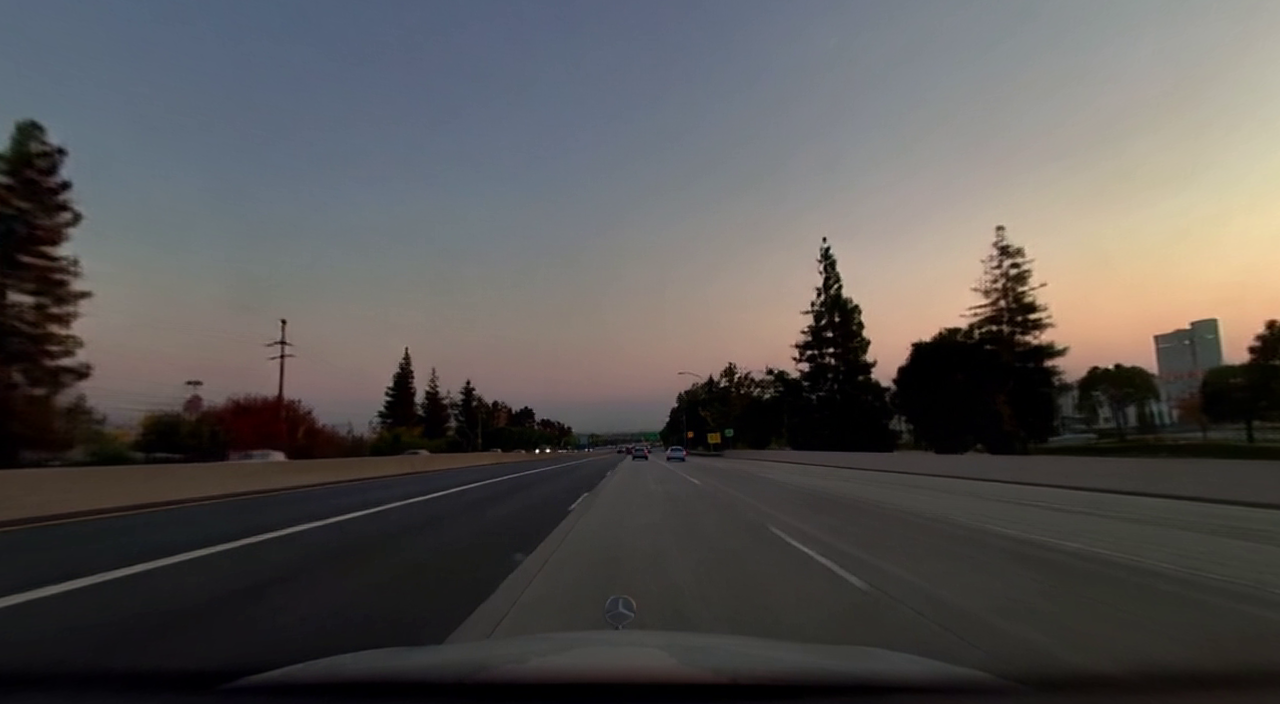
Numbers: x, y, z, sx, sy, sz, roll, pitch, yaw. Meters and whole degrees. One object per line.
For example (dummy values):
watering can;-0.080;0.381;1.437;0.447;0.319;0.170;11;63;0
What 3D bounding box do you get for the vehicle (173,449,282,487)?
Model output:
vehicle;-17.306;4.851;26.772;1.670;1.346;4.259;0;-8;1
